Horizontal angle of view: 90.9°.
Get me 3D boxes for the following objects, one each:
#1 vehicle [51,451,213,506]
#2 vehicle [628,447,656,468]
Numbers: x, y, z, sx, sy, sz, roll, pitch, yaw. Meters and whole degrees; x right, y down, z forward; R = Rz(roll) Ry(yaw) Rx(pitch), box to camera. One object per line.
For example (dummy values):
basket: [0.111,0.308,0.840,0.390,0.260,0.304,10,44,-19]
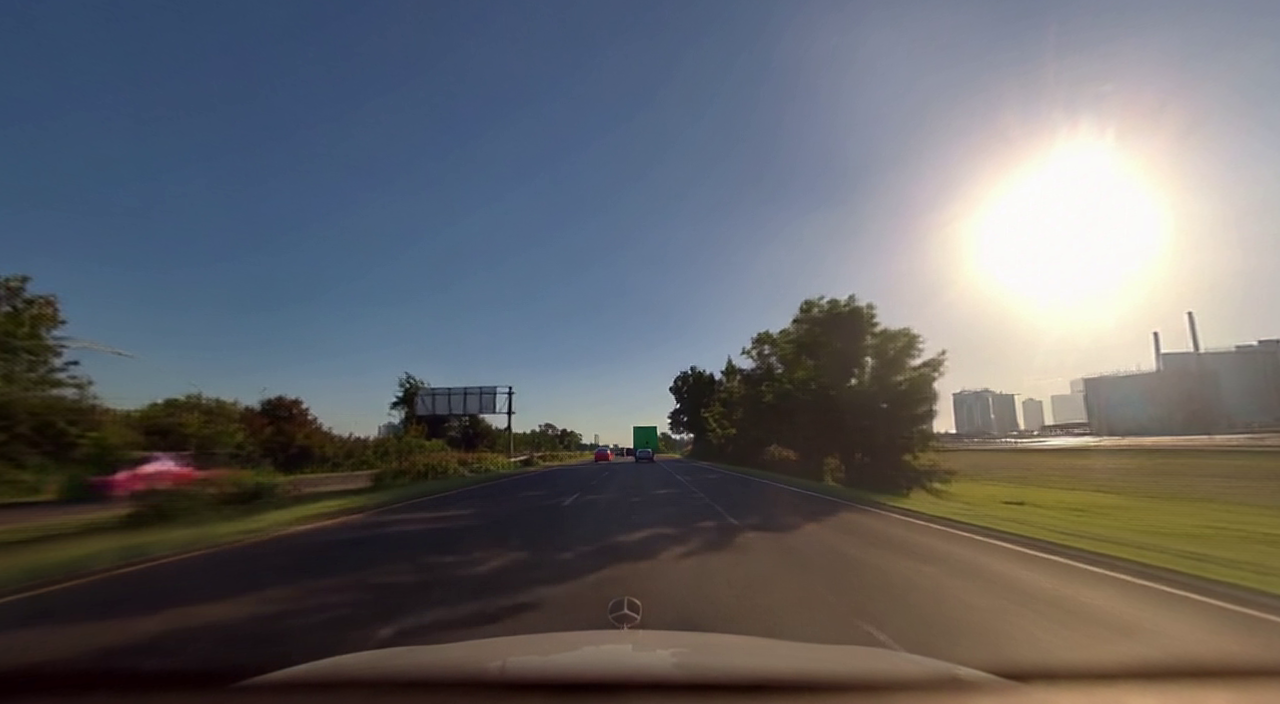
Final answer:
vehicle: [-17.071,4.216,21.534,1.858,1.642,4.420,-1,-9,0]
vehicle: [0.199,8.204,49.199,2.094,1.559,3.945,-1,-9,1]
